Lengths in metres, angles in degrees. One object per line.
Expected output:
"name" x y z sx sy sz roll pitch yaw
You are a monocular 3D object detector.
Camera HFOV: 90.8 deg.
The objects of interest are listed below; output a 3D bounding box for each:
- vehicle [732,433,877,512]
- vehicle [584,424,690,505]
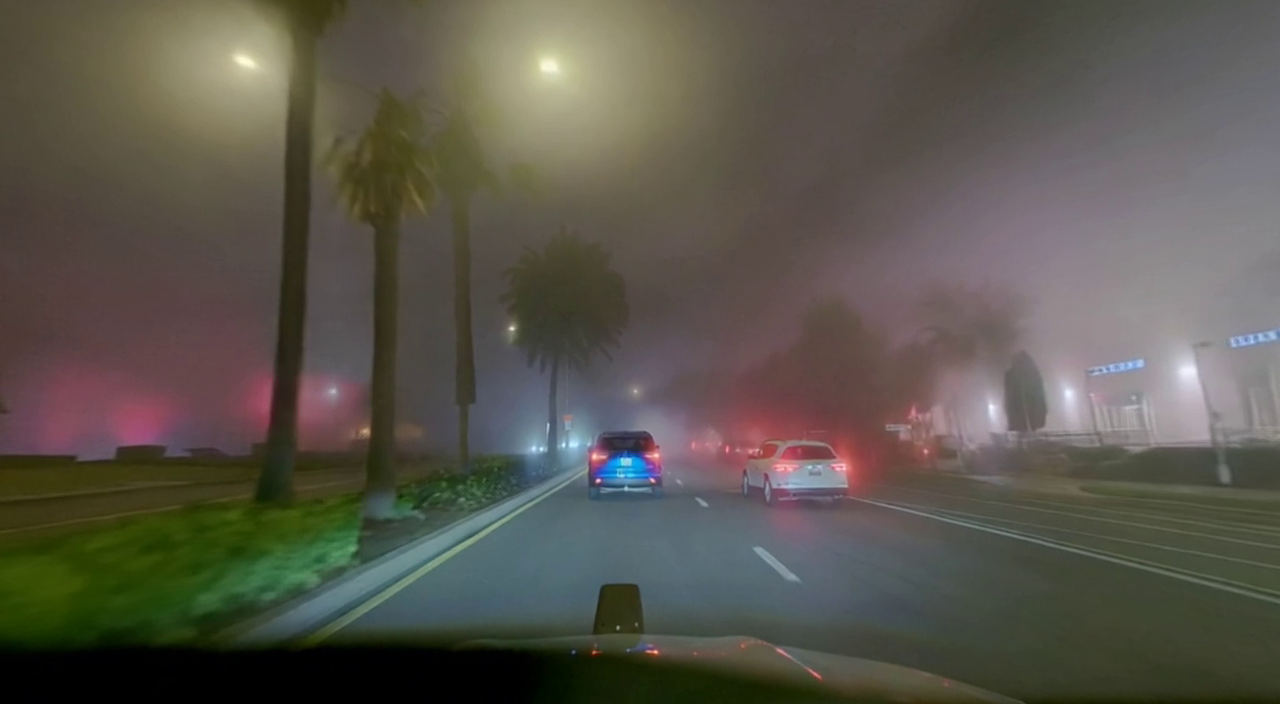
"vehicle" 3.471 2.629 14.343 1.941 1.472 4.570 0 -8 -2
"vehicle" -0.097 2.689 15.534 2.239 1.693 4.301 0 -8 -1
